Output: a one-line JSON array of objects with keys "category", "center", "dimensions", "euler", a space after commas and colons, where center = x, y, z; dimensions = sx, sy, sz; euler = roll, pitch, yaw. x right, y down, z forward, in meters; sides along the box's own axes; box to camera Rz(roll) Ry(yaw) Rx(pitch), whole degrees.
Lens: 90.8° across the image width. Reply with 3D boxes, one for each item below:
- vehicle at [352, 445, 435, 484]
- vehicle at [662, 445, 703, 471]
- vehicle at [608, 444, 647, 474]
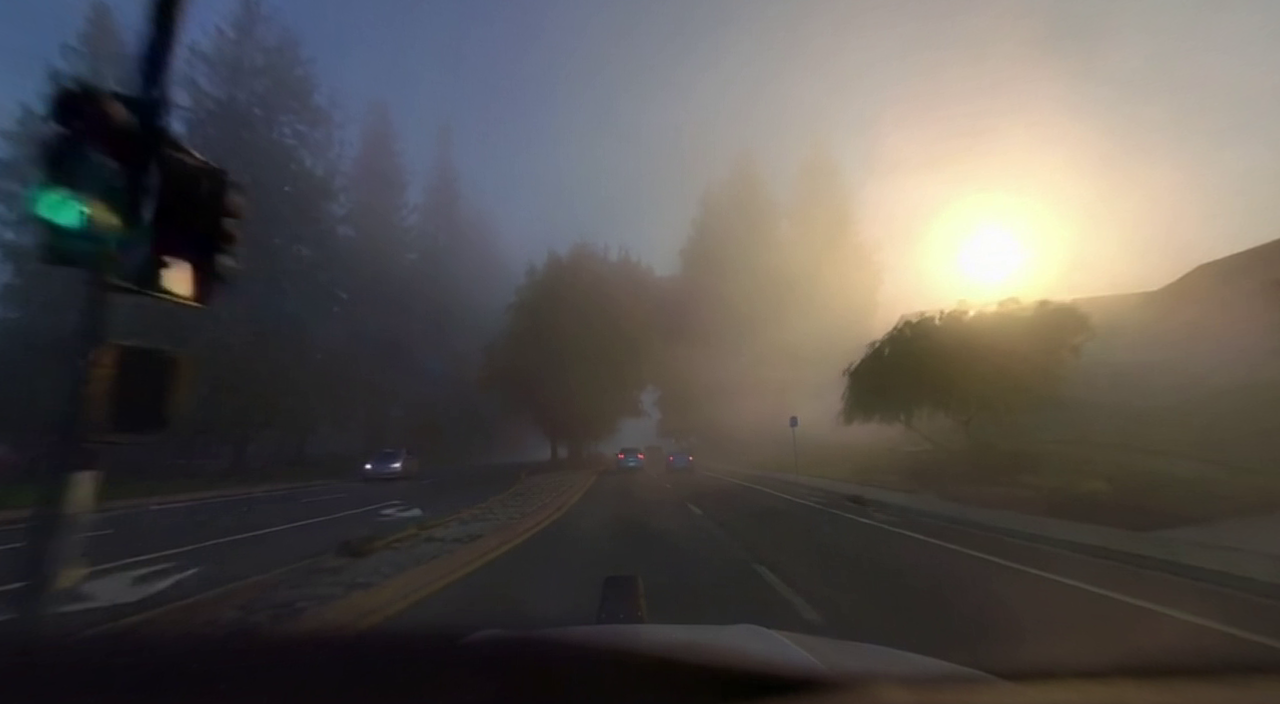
[{"category": "vehicle", "center": [-11.609, 5.280, 30.150], "dimensions": [2.107, 1.684, 4.707], "euler": [0, -8, -1]}, {"category": "vehicle", "center": [2.606, 6.637, 39.732], "dimensions": [2.057, 1.496, 4.401], "euler": [0, -8, -2]}, {"category": "vehicle", "center": [-0.668, 5.811, 34.575], "dimensions": [2.018, 1.511, 3.993], "euler": [0, -8, -1]}]
